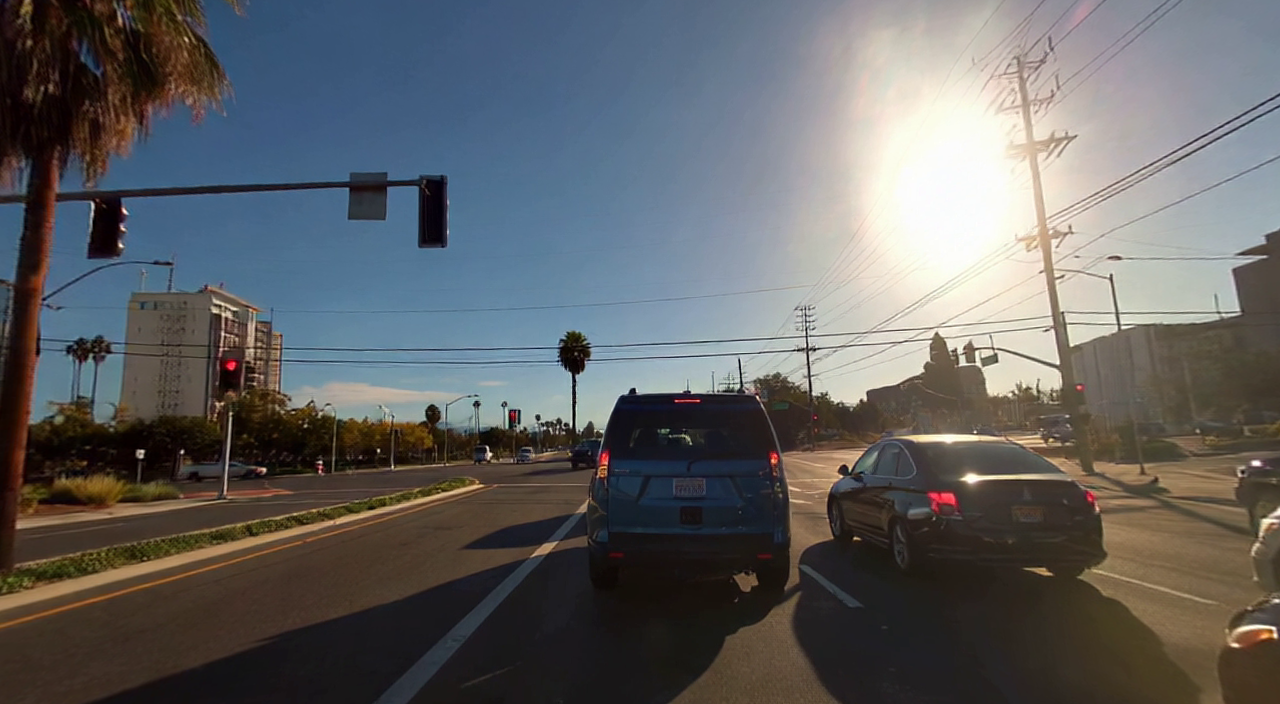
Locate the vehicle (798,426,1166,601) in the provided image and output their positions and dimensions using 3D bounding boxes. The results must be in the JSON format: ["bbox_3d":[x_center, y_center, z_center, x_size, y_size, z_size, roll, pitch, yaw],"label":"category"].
[{"bbox_3d":[3.438,1.686,7.514,1.895,1.456,4.255,0,-9,-2],"label":"vehicle"}]

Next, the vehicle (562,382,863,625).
[{"bbox_3d":[0.457,1.432,6.882,2.228,1.780,4.269,0,-9,-2],"label":"vehicle"}]

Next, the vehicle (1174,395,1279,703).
[{"bbox_3d":[3.359,0.645,0.663,1.805,1.485,4.348,0,-9,1],"label":"vehicle"}]
